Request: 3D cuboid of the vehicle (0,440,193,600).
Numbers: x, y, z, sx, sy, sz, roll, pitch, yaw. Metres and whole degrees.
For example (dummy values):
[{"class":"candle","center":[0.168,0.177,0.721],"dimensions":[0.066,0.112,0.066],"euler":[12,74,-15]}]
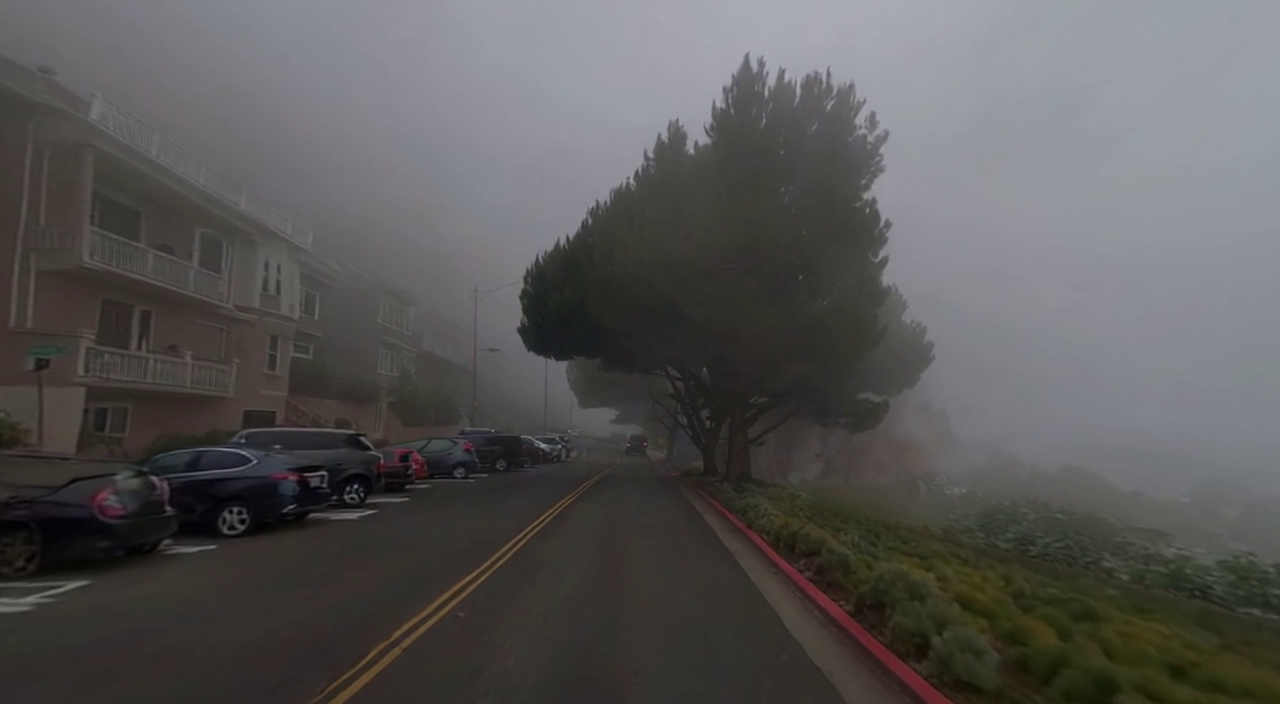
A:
[{"class":"vehicle","center":[-7.706,1.745,7.006],"dimensions":[4.053,1.507,1.769],"euler":[1,-9,-1]}]
